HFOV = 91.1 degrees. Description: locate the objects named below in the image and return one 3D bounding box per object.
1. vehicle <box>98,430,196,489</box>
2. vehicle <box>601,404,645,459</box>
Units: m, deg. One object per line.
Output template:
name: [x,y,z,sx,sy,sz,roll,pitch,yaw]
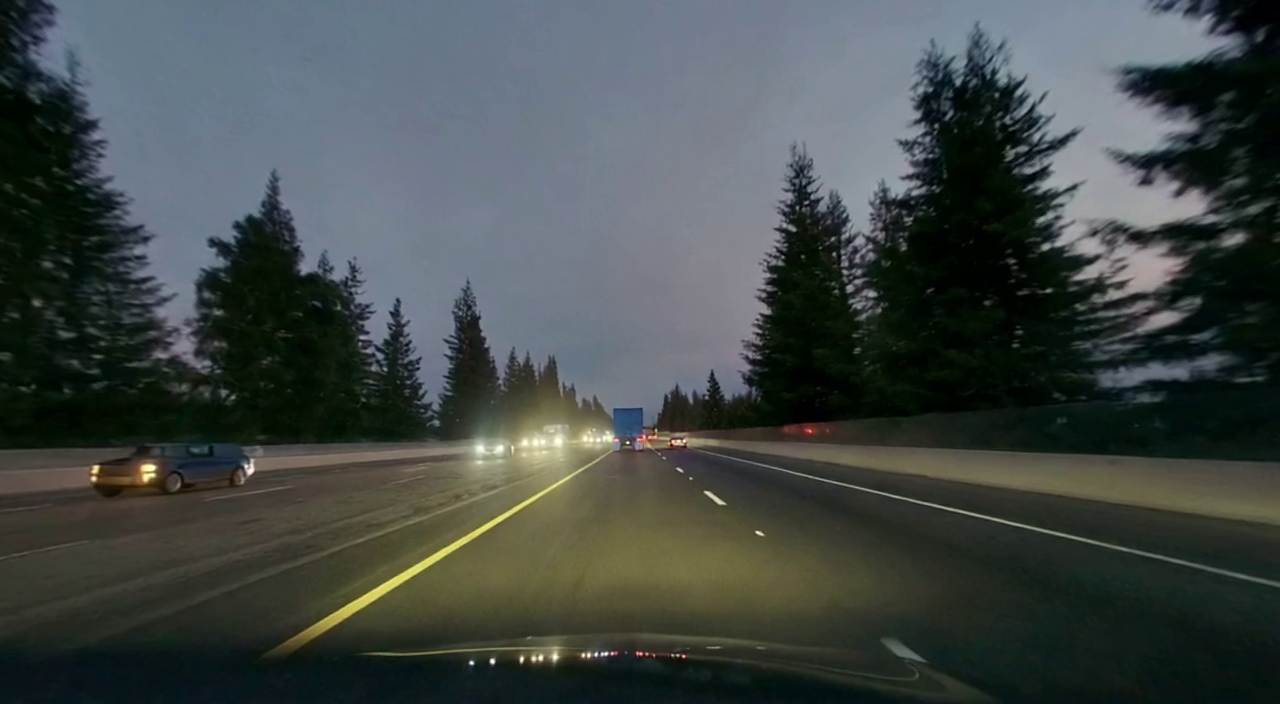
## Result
vehicle: [-37.272,8.065,47.823,2.907,3.948,6.367,-2,-8,-8]
vehicle: [-1.117,4.932,39.004,2.450,3.098,6.965,0,-8,-3]
